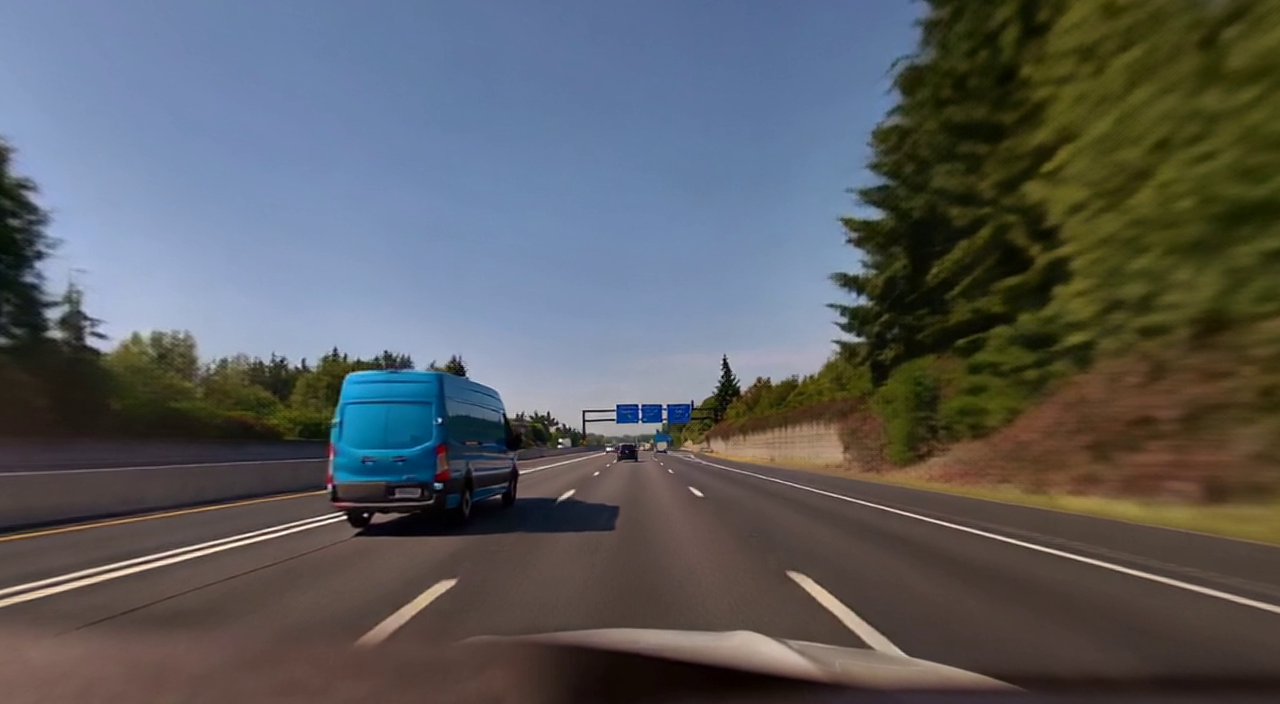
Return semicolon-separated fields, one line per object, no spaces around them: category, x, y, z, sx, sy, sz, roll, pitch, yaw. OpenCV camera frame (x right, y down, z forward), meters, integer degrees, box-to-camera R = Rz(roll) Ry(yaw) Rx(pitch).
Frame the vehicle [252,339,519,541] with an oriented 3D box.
vehicle;-4.016;1.626;11.614;2.382;2.736;5.982;0;-9;0

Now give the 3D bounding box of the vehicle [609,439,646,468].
vehicle;-0.714;6.340;39.499;2.183;1.662;3.968;0;-9;1
